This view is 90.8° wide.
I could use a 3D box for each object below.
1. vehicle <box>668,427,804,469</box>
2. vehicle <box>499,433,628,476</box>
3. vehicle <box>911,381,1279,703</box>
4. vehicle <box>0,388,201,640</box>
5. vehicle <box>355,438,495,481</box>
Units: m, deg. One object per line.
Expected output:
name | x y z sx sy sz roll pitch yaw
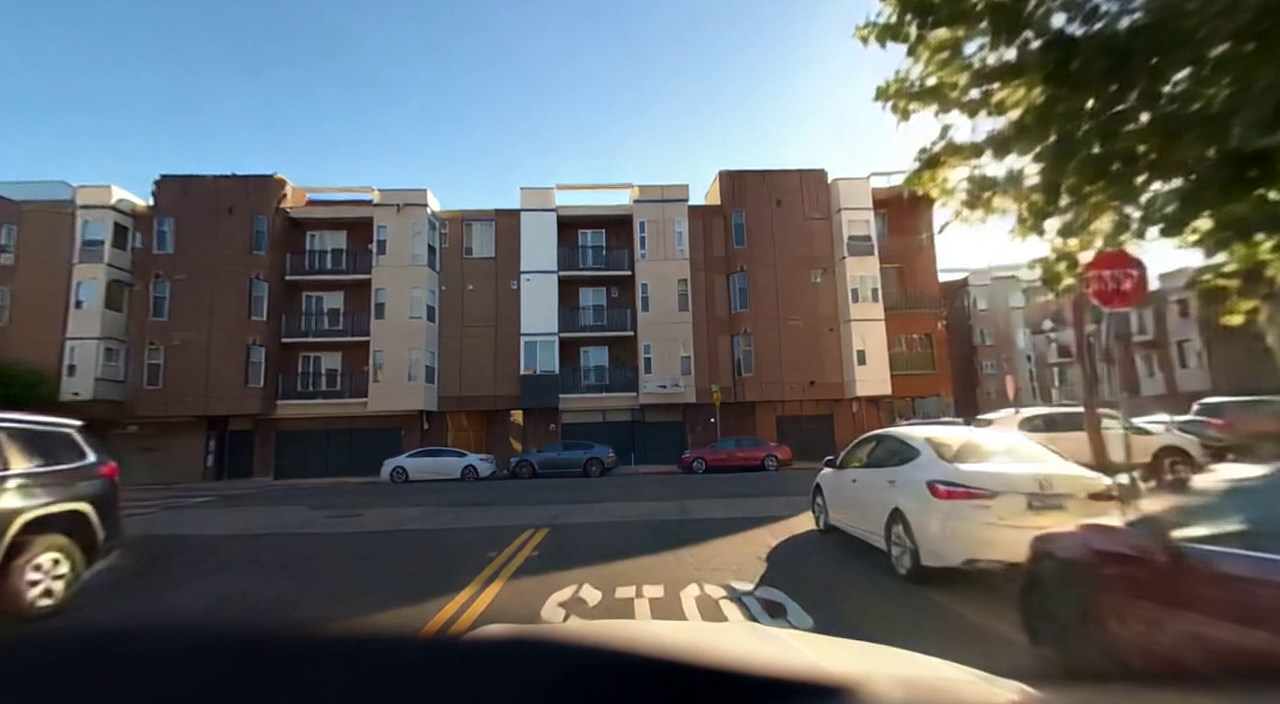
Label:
vehicle | 3.475 3.575 23.496 4.681 1.480 1.817 1 -8 -3
vehicle | -2.744 3.755 23.260 4.489 1.470 1.776 1 -8 -4
vehicle | 3.143 0.878 2.258 2.024 1.503 4.565 1 -8 -5
vehicle | -5.922 1.131 4.077 2.208 1.903 6.040 1 -8 -4
vehicle | -7.672 3.878 22.897 4.423 1.449 1.813 1 -8 -5
